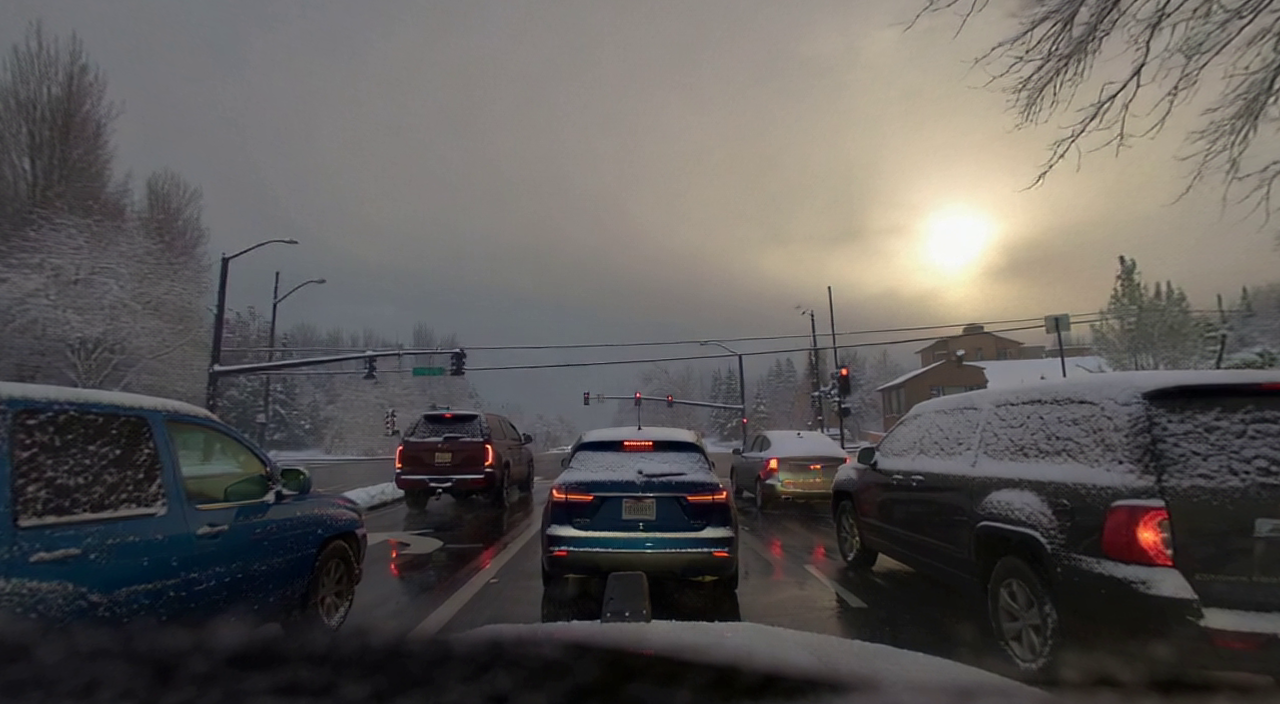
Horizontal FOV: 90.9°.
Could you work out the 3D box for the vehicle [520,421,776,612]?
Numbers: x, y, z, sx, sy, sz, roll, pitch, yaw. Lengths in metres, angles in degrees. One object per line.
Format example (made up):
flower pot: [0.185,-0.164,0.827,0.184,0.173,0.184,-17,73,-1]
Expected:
vehicle: [0.025,1.593,7.030,2.021,1.490,3.948,0,-8,-1]

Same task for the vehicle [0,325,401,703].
vehicle: [-3.124,0.956,3.309,1.982,1.721,4.261,0,-8,1]

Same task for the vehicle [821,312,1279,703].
vehicle: [3.217,1.097,4.728,2.141,1.833,4.704,0,-8,-2]

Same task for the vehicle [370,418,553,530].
vehicle: [-3.181,2.300,12.447,2.117,1.772,4.619,0,-8,2]
